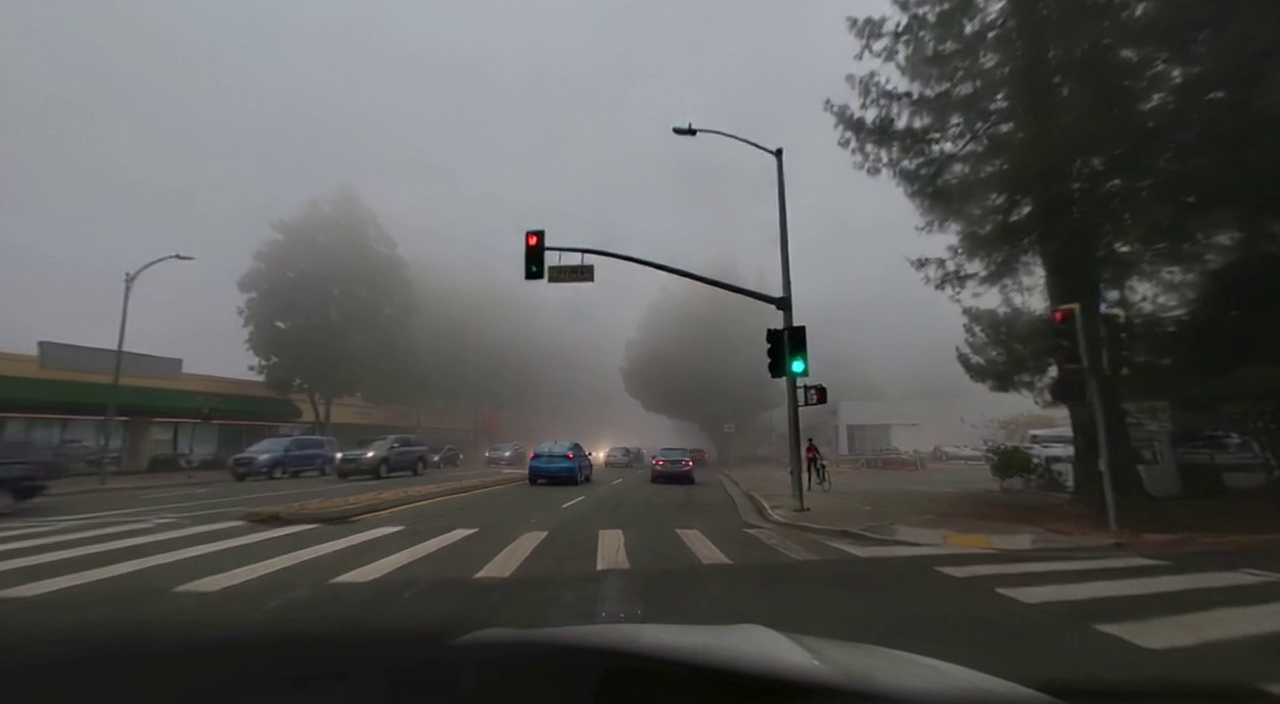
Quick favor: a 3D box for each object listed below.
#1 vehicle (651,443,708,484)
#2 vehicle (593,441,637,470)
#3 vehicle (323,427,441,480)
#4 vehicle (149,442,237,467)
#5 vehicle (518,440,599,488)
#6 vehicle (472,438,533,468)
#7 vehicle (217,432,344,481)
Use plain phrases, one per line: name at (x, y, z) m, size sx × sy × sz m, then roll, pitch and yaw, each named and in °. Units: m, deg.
vehicle at (1.570, 4.427, 25.397) m, size 2.085 × 1.475 × 3.976 m, roll -1°, pitch -8°, yaw 3°
vehicle at (-1.354, 5.874, 35.957) m, size 1.887 × 1.517 × 4.254 m, roll -1°, pitch -8°, yaw 6°
vehicle at (-10.055, 4.013, 25.172) m, size 2.221 × 1.856 × 4.847 m, roll -1°, pitch -8°, yaw 6°
vehicle at (-28.195, 6.468, 40.089) m, size 1.939 × 1.483 × 4.657 m, roll -1°, pitch -8°, yaw 4°
vehicle at (-2.640, 3.738, 21.437) m, size 1.921 × 1.477 × 4.083 m, roll -1°, pitch -8°, yaw 4°
vehicle at (-8.213, 6.069, 38.238) m, size 2.175 × 1.684 × 4.475 m, roll -1°, pitch -9°, yaw 8°
vehicle at (-13.727, 4.015, 24.523) m, size 1.961 × 1.731 × 4.450 m, roll -1°, pitch -8°, yaw 6°
